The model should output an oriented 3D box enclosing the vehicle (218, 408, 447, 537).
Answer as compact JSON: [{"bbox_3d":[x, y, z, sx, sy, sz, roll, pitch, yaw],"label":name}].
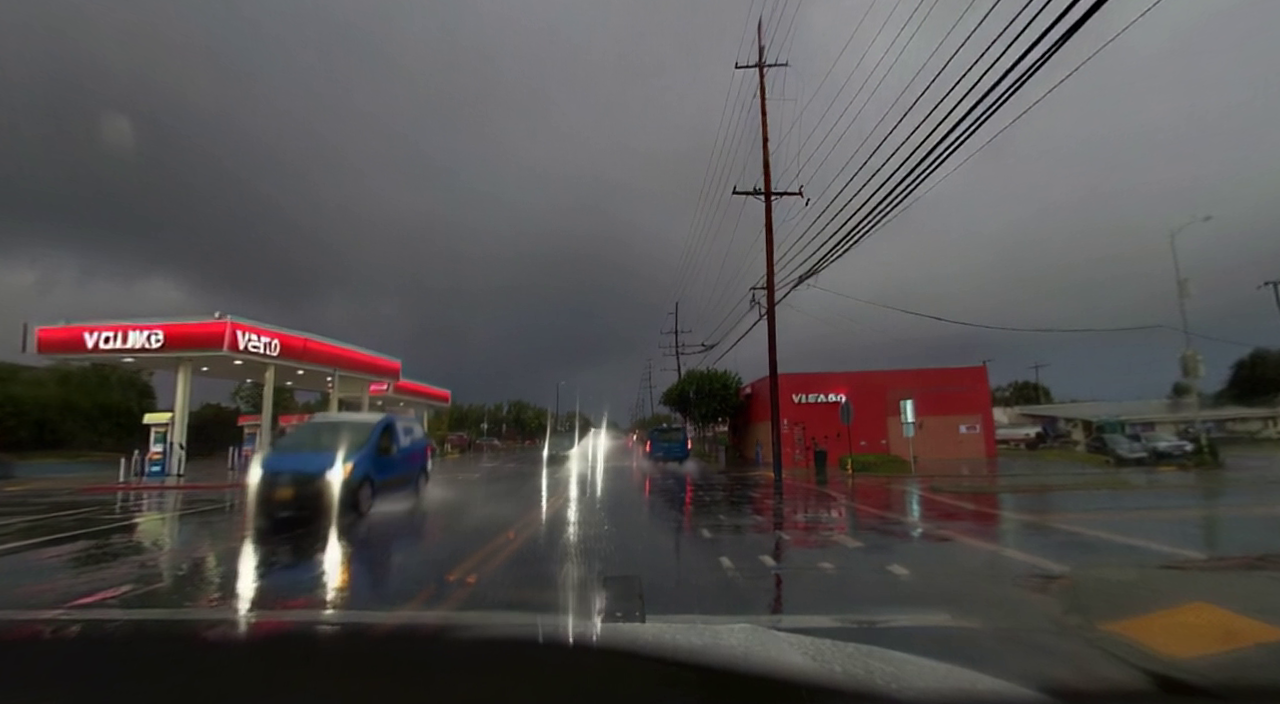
[{"bbox_3d":[-5.387,2.178,12.049,2.222,1.931,4.882,1,-9,-5],"label":"vehicle"}]

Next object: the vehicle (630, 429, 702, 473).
[{"bbox_3d":[0.989,4.160,26.683,2.000,1.663,4.271,2,-9,-13],"label":"vehicle"}]

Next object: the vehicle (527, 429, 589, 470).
[{"bbox_3d":[-3.942,4.835,31.324,2.274,1.844,4.843,0,-9,1],"label":"vehicle"}]

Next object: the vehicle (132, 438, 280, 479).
[{"bbox_3d":[-17.094,4.167,24.928,5.116,1.487,1.928,-3,-9,17],"label":"vehicle"}]
